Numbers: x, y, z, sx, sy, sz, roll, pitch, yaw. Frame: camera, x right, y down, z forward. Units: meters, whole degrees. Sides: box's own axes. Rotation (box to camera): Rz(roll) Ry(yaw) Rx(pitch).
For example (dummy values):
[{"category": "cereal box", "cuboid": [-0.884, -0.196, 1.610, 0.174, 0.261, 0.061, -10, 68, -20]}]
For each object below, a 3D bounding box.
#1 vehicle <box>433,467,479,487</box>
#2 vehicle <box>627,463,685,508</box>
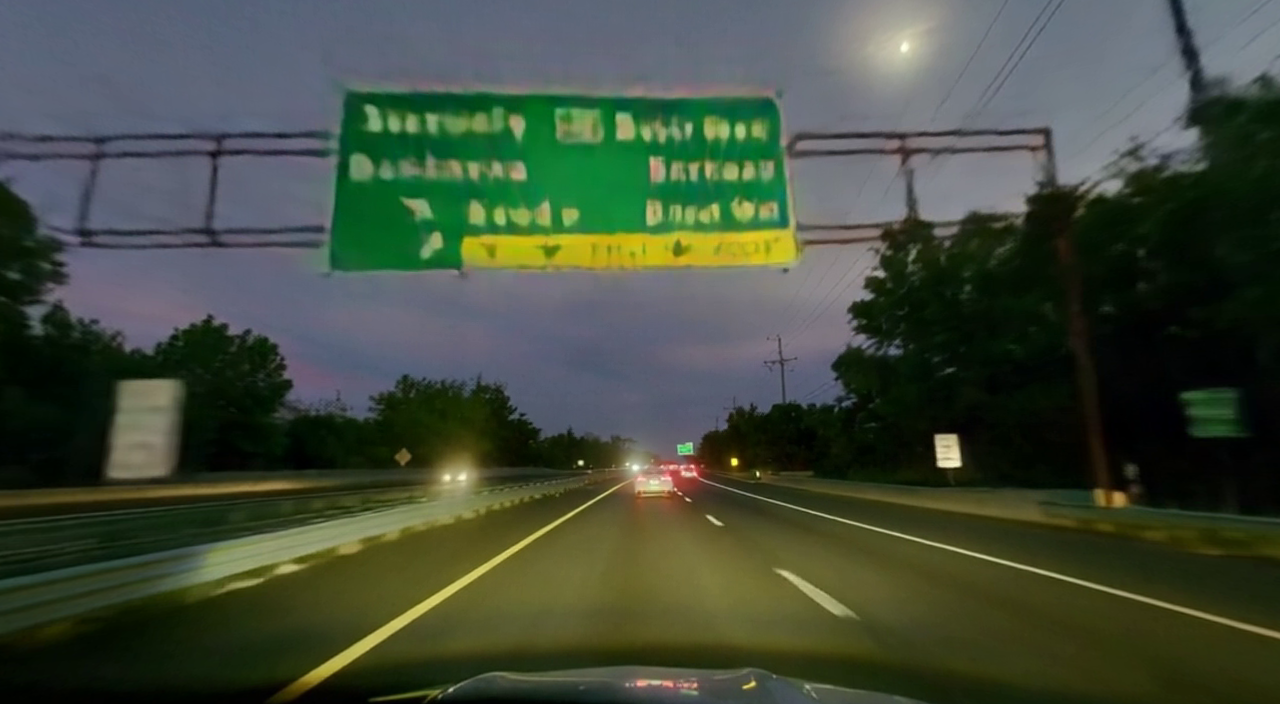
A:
[{"category": "vehicle", "cuboid": [-14.267, 9.729, 49.144, 1.980, 1.476, 4.619, 0, -10, 3]}, {"category": "vehicle", "cuboid": [0.560, 4.917, 23.519, 1.987, 1.480, 3.786, 1, -10, 0]}]
